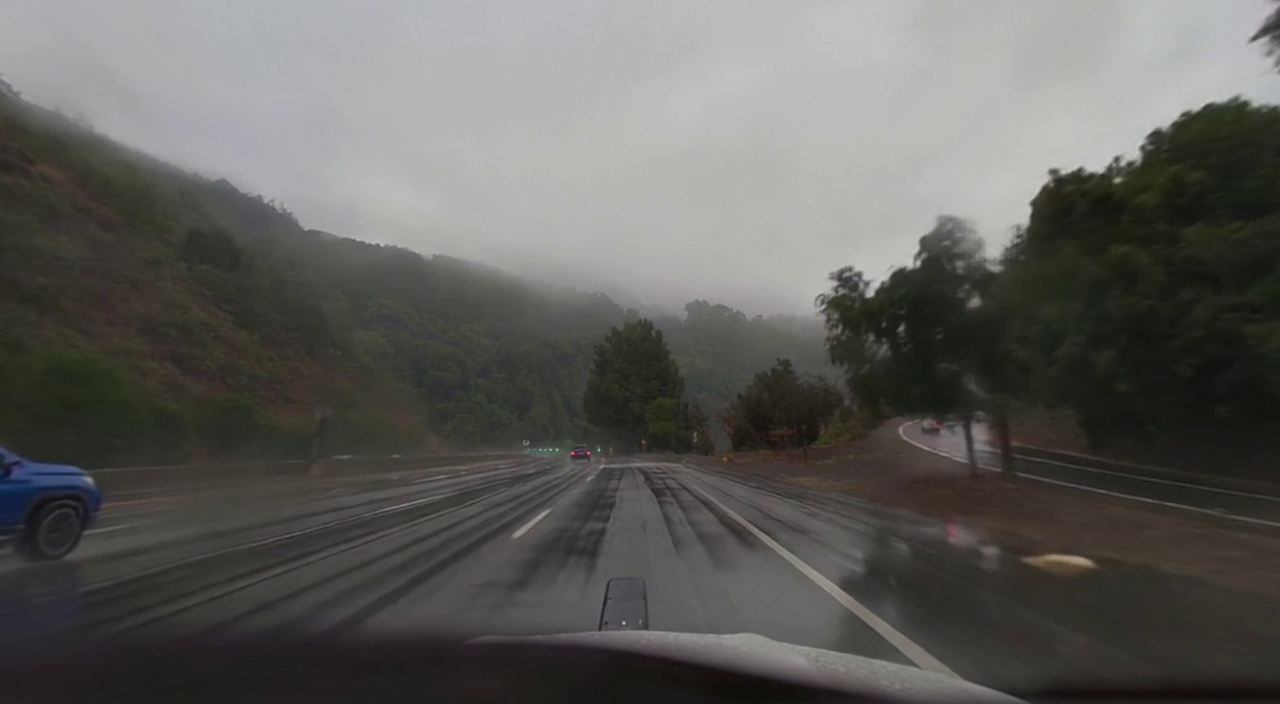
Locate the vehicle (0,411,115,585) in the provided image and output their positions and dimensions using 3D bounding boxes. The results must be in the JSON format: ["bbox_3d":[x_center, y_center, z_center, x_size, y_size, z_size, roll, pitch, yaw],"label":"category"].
[{"bbox_3d":[-7.386,1.308,5.265,2.046,1.712,4.533,0,-8,0],"label":"vehicle"}]
